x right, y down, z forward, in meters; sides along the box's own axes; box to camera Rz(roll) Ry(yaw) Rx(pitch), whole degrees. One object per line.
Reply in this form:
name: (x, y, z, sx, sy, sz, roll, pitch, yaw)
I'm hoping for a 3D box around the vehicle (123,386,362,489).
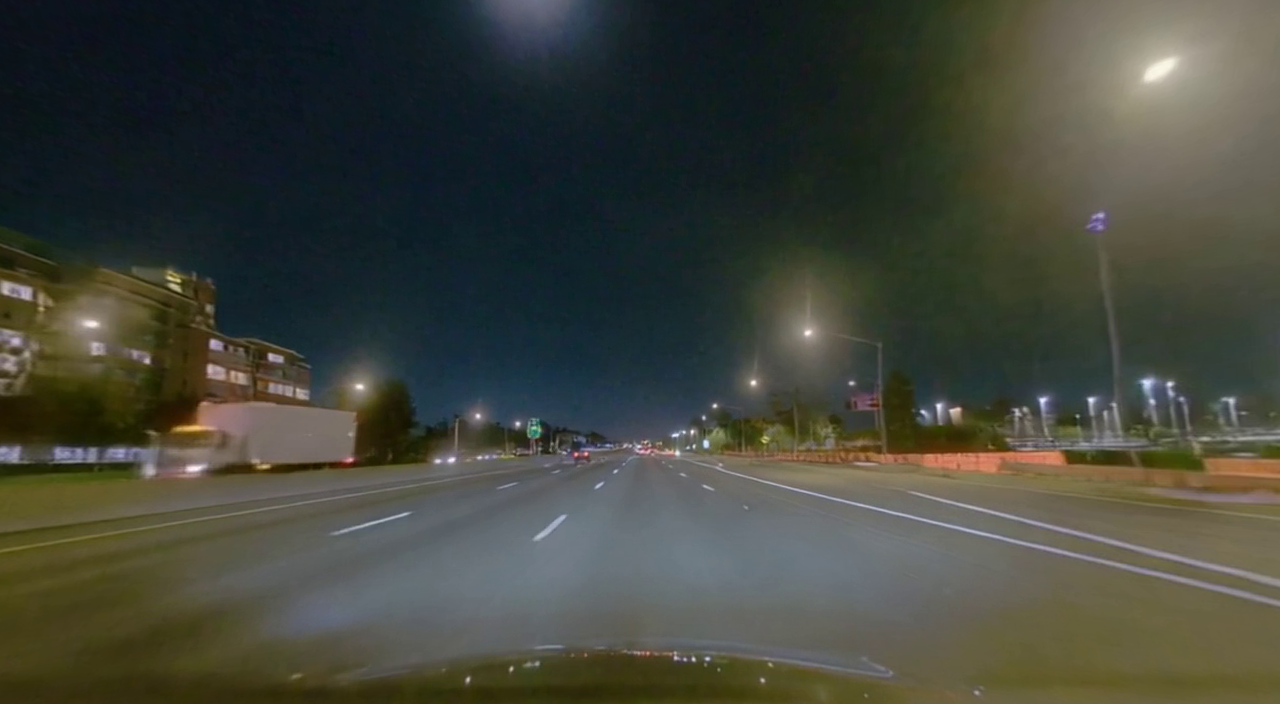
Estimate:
vehicle: (-19.725, 4.661, 33.582, 2.729, 4.186, 15.380, 0, -9, 0)
